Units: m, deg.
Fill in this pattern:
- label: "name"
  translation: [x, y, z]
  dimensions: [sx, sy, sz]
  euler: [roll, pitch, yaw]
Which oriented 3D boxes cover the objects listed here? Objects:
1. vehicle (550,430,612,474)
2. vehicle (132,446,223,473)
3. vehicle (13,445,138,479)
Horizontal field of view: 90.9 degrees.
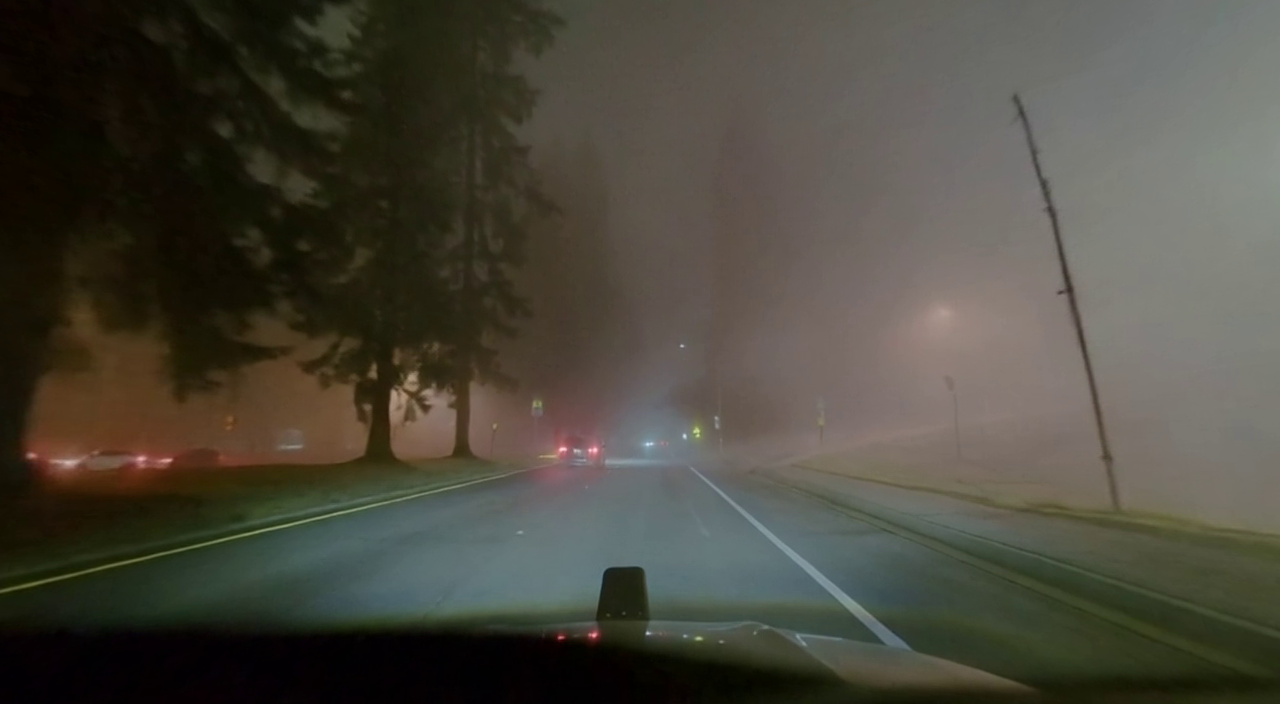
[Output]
- label: "vehicle"
  translation: [-2.391, 4.202, 26.722]
  dimensions: [2.016, 1.694, 4.335]
  euler: [0, -8, 2]
- label: "vehicle"
  translation: [-28.475, 6.626, 39.040]
  dimensions: [1.866, 1.479, 4.731]
  euler: [0, -8, 4]
- label: "vehicle"
  translation: [-28.987, 5.626, 32.623]
  dimensions: [1.845, 1.513, 4.993]
  euler: [-3, -8, 1]
